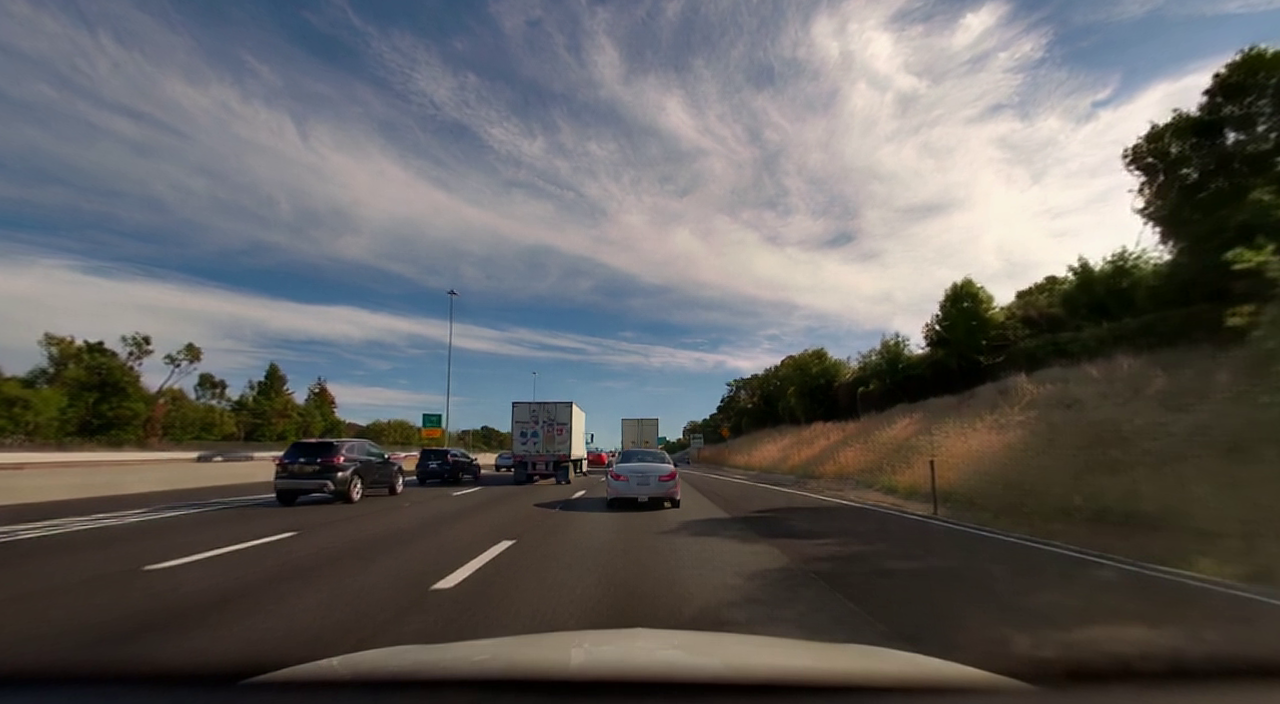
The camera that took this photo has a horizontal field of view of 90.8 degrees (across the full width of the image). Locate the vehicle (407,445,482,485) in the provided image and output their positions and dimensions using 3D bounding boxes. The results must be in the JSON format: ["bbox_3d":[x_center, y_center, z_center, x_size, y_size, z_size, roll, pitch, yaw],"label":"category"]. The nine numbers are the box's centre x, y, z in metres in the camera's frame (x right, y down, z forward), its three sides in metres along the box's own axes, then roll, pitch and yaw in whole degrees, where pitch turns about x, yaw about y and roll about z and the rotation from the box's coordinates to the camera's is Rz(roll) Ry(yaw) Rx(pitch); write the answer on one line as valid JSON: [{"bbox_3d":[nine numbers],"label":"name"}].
[{"bbox_3d":[-8.032,4.681,26.284,1.880,1.512,3.758,-1,-9,1],"label":"vehicle"}]

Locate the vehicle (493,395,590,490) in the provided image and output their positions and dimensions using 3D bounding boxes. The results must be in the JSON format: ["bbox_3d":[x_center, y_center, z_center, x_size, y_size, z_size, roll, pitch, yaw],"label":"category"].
[{"bbox_3d":[-3.774,3.758,26.097,2.812,3.342,7.248,0,-9,0],"label":"vehicle"}]

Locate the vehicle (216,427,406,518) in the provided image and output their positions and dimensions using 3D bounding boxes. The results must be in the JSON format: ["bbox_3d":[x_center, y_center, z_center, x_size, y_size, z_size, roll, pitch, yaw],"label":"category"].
[{"bbox_3d":[-7.248,2.706,14.545,1.952,1.746,4.332,-1,-9,1],"label":"vehicle"}]

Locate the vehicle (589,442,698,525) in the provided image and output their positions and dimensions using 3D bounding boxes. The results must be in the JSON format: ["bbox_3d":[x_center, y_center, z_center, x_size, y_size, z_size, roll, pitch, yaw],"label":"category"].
[{"bbox_3d":[0.045,2.680,13.321,1.995,1.495,3.380,0,-9,-1],"label":"vehicle"}]
